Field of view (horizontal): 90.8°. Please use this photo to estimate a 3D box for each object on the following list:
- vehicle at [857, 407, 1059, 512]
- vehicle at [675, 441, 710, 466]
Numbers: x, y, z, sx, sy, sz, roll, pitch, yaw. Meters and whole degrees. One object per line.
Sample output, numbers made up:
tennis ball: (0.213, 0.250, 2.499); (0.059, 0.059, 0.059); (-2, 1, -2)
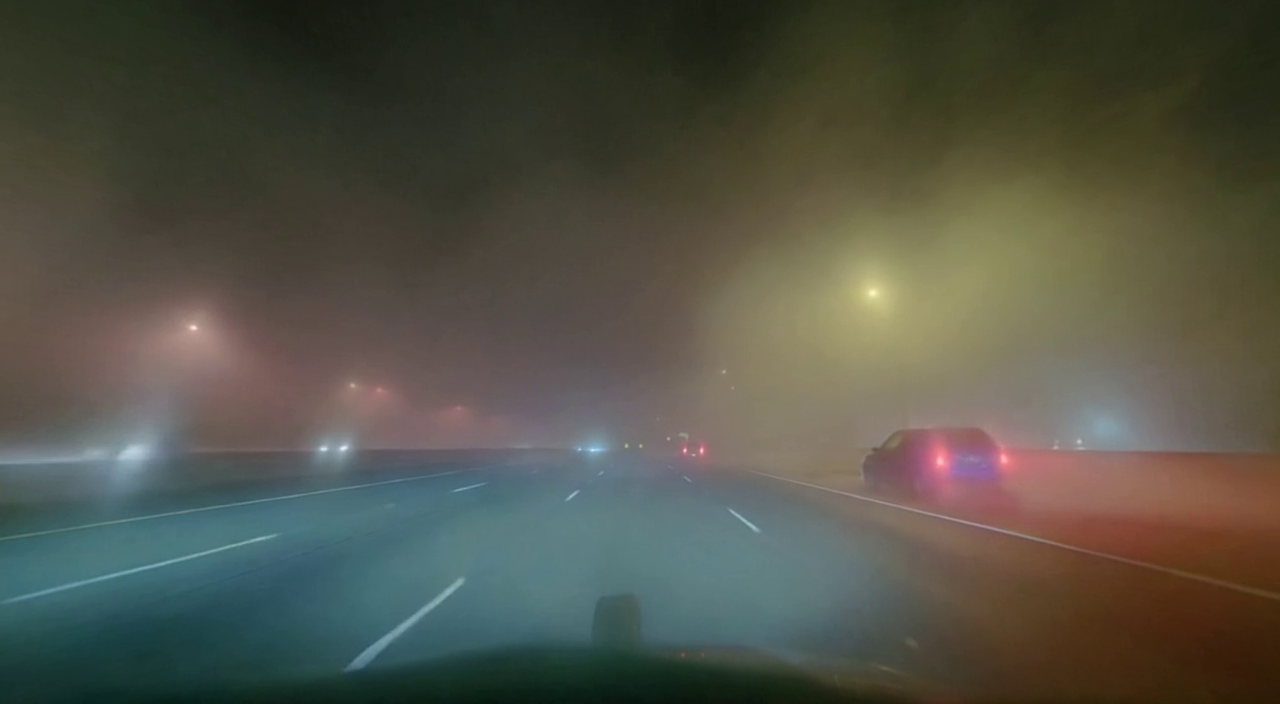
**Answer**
vehicle: (6.759, 2.350, 14.195); (2.065, 1.953, 4.605); (0, -8, -1)
vehicle: (3.467, 6.790, 42.387); (2.000, 1.533, 3.770); (0, -8, -1)
